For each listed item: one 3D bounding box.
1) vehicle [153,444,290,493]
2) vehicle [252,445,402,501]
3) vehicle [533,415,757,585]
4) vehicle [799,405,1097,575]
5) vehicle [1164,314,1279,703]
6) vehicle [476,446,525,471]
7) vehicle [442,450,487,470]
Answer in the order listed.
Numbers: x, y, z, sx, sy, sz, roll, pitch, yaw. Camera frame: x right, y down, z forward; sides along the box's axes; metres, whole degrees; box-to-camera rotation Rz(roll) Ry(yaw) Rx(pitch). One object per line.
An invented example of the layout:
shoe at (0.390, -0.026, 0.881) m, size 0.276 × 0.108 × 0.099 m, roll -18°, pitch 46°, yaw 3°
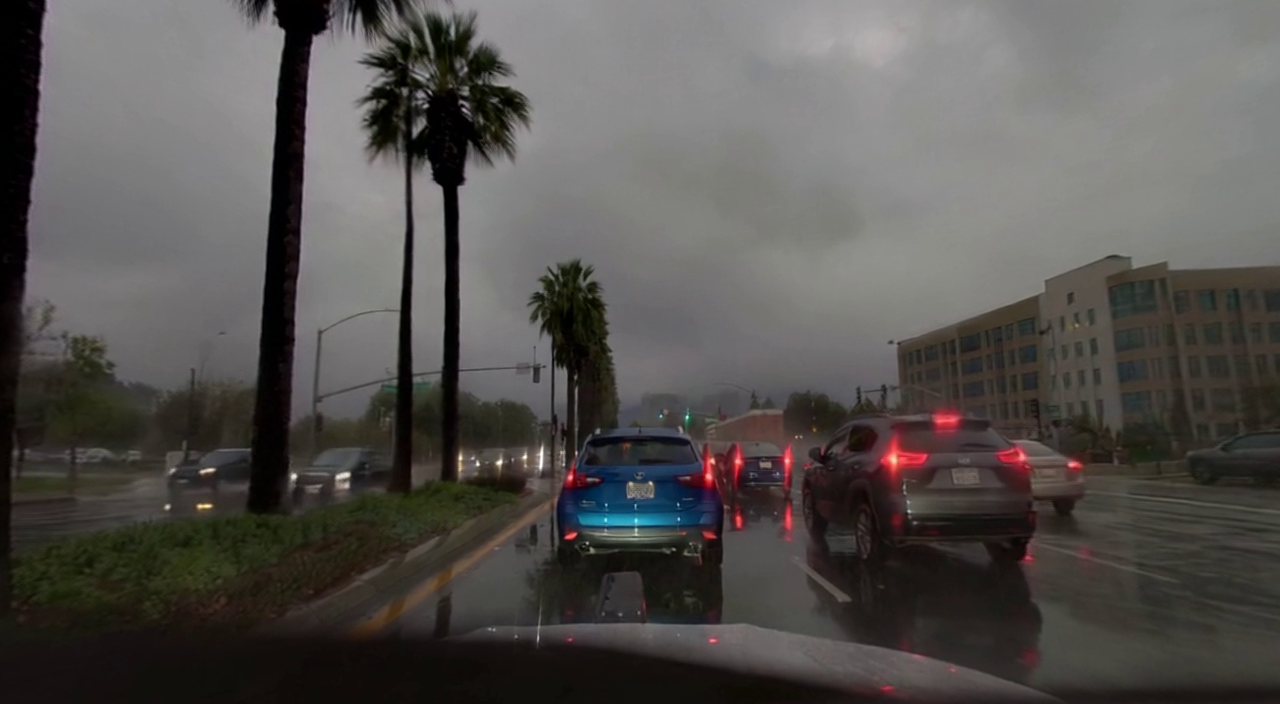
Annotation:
vehicle at (-16.458, 4.564, 25.230) m, size 2.167 × 1.737 × 4.824 m, roll 0°, pitch -9°, yaw 0°
vehicle at (-9.170, 3.554, 19.034) m, size 2.168 × 1.462 × 4.505 m, roll 0°, pitch -9°, yaw 0°
vehicle at (0.038, 1.688, 7.977) m, size 2.083 × 1.572 × 4.021 m, roll 0°, pitch -9°, yaw 0°
vehicle at (3.685, 1.724, 8.605) m, size 1.947 × 1.725 × 4.159 m, roll 0°, pitch -9°, yaw 0°
vehicle at (3.390, 0.452, 0.158) m, size 2.171 × 1.806 × 5.058 m, roll 0°, pitch -9°, yaw 0°
vehicle at (-8.595, 6.580, 39.291) m, size 1.975 × 1.478 × 4.670 m, roll 0°, pitch -9°, yaw 0°
vehicle at (-12.289, 7.597, 44.516) m, size 1.946 × 1.347 × 4.021 m, roll 0°, pitch -9°, yaw 1°
